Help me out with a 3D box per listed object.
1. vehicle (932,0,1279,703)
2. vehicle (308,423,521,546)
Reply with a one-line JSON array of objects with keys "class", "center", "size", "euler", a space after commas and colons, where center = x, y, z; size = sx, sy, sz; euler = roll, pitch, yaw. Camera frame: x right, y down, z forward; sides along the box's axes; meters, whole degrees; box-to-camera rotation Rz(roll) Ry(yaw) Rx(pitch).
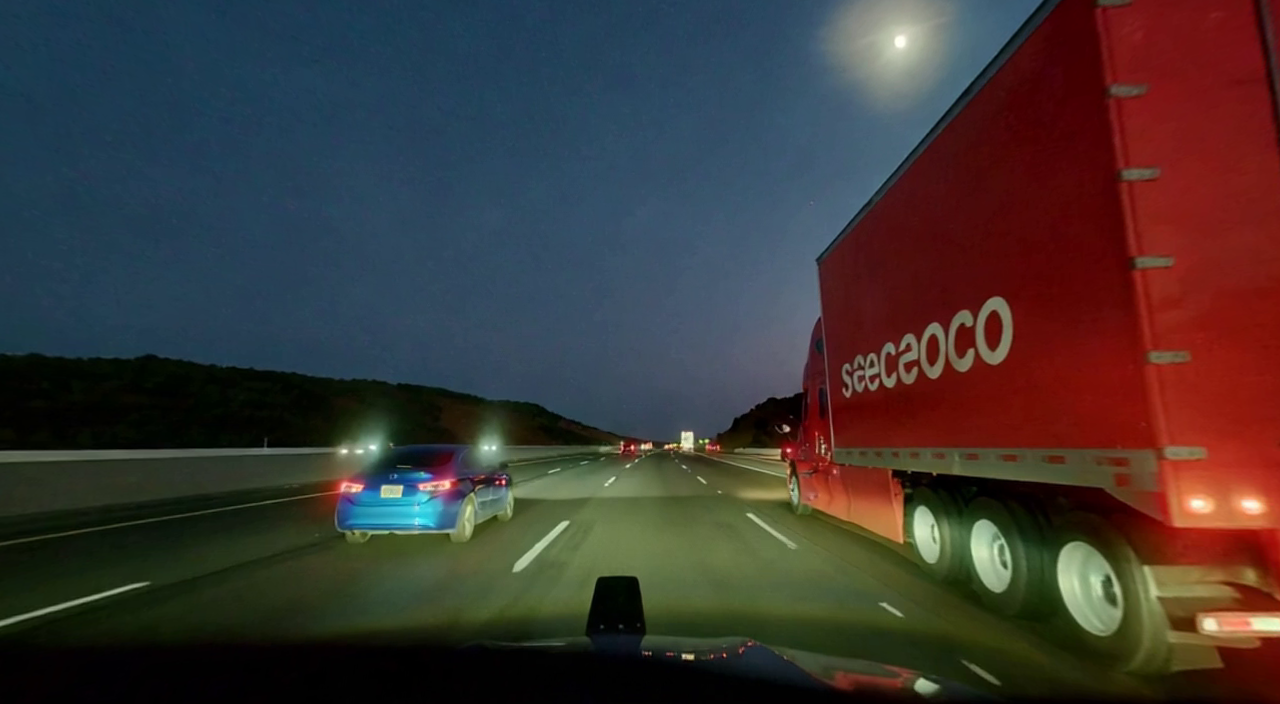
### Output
[{"class": "vehicle", "center": [3.990, -0.276, 1.067], "size": [2.760, 3.903, 9.022], "euler": [0, -8, 1]}, {"class": "vehicle", "center": [-3.391, 2.066, 10.395], "size": [1.967, 1.615, 3.886], "euler": [0, -8, 2]}]
